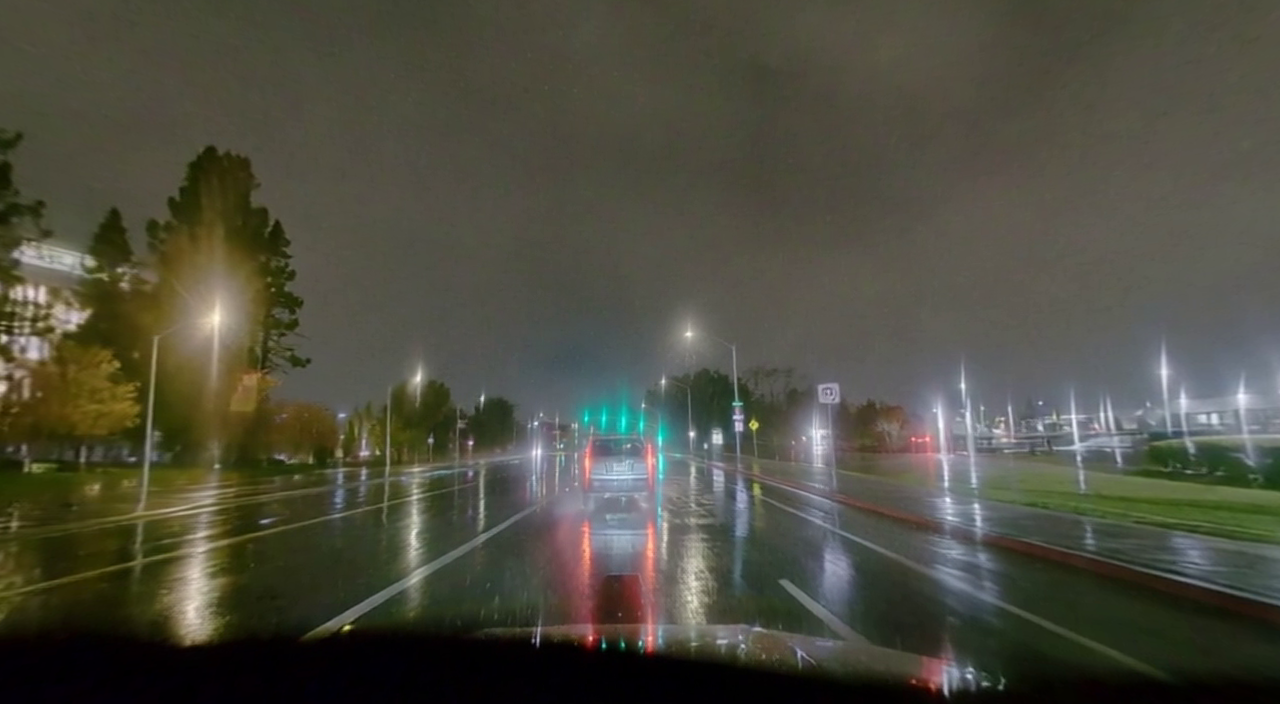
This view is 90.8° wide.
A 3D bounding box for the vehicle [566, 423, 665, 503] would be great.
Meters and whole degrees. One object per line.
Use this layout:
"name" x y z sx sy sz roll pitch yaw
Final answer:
"vehicle" -0.528 2.707 15.705 2.130 1.711 4.038 0 -9 0
